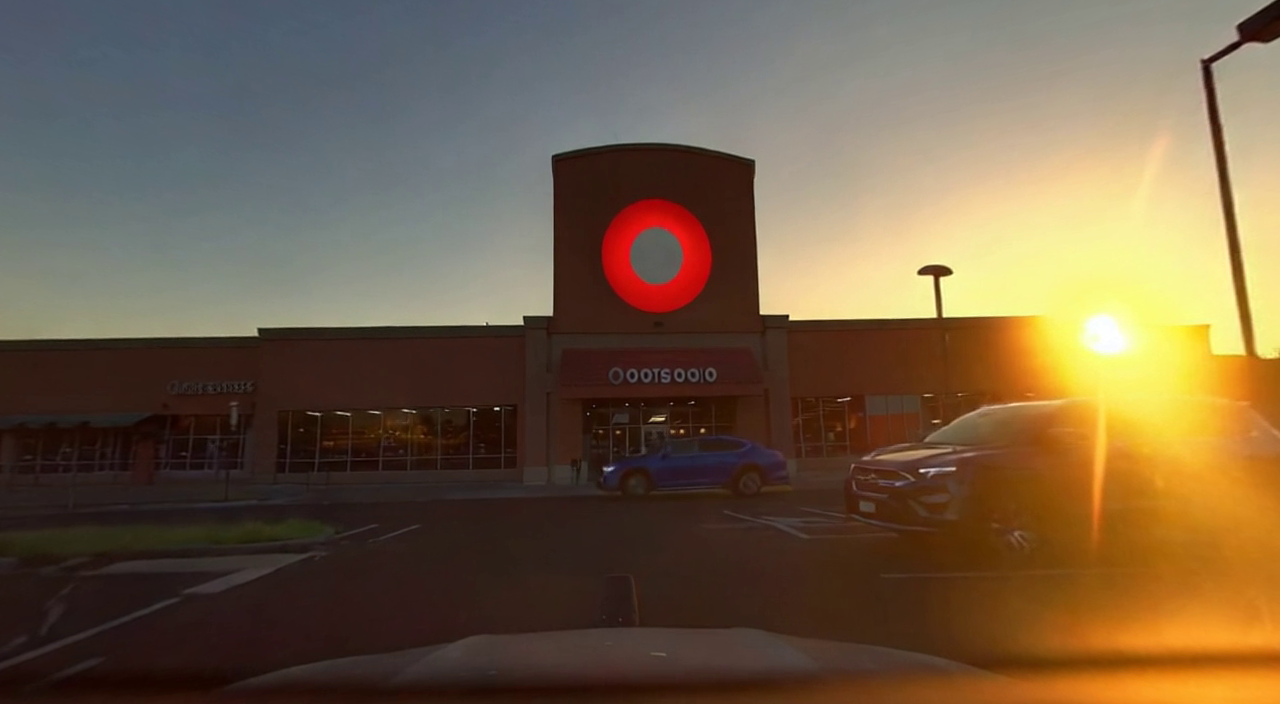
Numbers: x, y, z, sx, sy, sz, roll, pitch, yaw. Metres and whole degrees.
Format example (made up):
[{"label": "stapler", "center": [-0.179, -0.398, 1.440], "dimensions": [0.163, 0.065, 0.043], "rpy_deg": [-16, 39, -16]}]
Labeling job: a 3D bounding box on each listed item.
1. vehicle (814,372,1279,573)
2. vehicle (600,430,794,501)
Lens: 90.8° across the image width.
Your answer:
[{"label": "vehicle", "center": [4.935, 1.352, 7.572], "dimensions": [4.864, 1.916, 2.413], "rpy_deg": [1, -8, -6]}, {"label": "vehicle", "center": [1.449, 3.079, 17.455], "dimensions": [4.957, 1.788, 2.092], "rpy_deg": [1, -9, -8]}]
